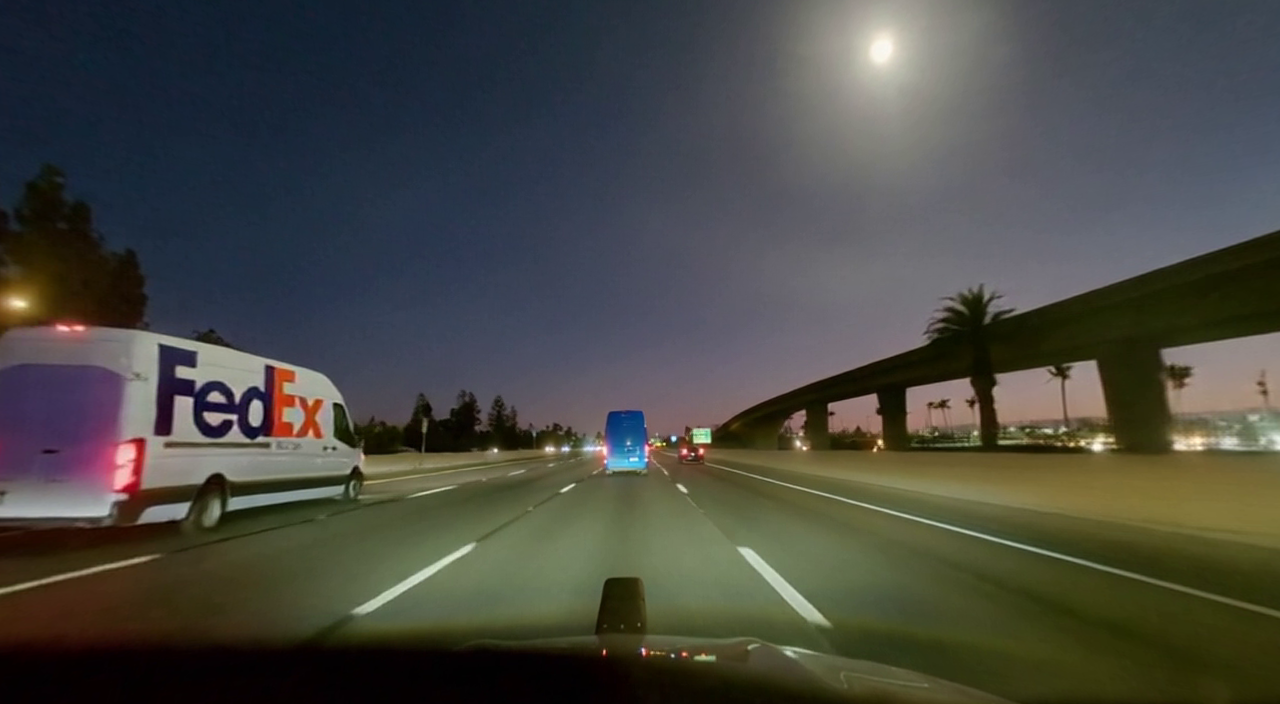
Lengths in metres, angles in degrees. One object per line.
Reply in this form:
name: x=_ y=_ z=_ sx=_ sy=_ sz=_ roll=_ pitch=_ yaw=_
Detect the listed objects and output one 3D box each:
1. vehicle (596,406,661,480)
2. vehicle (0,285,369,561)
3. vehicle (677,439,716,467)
vehicle: x=-0.382 y=3.886 z=26.724 sx=2.476 sy=2.776 sz=5.598 roll=0 pitch=-8 yaw=1
vehicle: x=-7.703 y=1.345 z=10.814 sx=2.965 sy=3.178 sz=7.188 roll=-1 pitch=-9 yaw=-1
vehicle: x=3.456 y=6.298 z=39.195 sx=1.987 sy=1.648 sz=3.984 roll=0 pitch=-8 yaw=-1
